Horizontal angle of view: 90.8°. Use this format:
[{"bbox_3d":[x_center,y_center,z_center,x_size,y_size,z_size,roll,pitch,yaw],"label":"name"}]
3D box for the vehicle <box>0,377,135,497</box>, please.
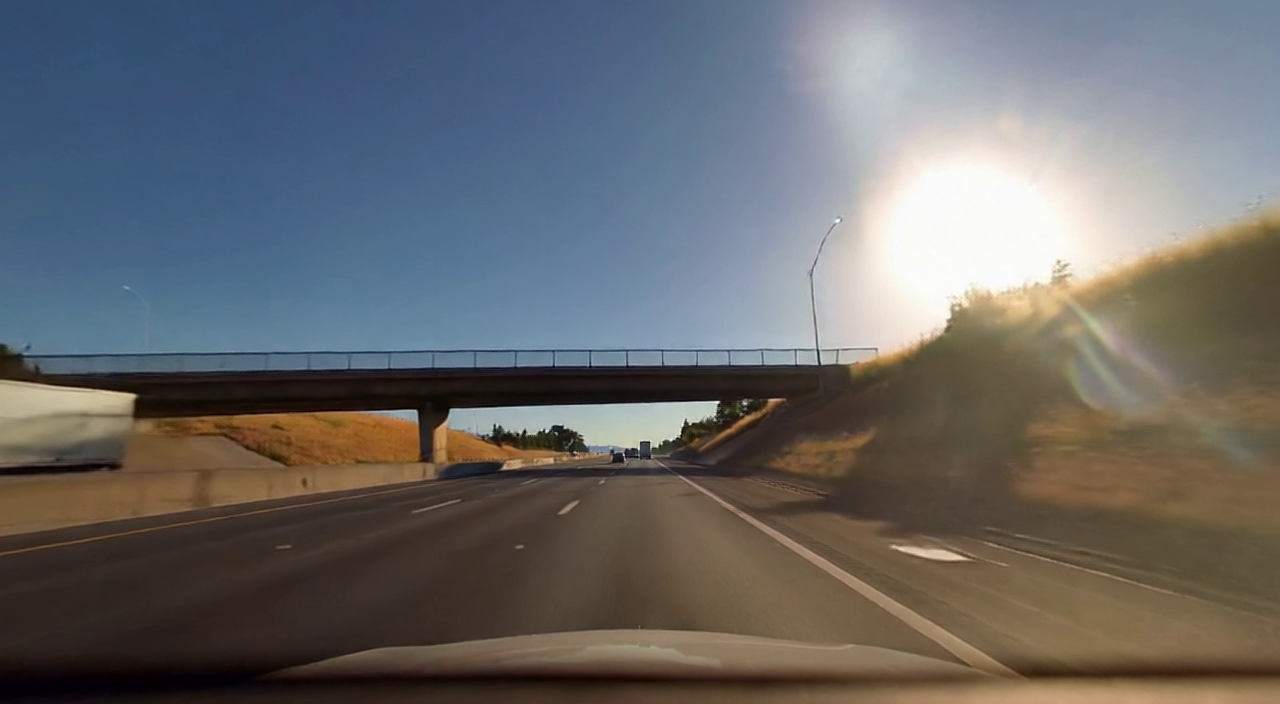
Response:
[{"bbox_3d":[-22.875,2.380,18.116,2.876,3.975,16.773,0,-9,0],"label":"vehicle"}]
